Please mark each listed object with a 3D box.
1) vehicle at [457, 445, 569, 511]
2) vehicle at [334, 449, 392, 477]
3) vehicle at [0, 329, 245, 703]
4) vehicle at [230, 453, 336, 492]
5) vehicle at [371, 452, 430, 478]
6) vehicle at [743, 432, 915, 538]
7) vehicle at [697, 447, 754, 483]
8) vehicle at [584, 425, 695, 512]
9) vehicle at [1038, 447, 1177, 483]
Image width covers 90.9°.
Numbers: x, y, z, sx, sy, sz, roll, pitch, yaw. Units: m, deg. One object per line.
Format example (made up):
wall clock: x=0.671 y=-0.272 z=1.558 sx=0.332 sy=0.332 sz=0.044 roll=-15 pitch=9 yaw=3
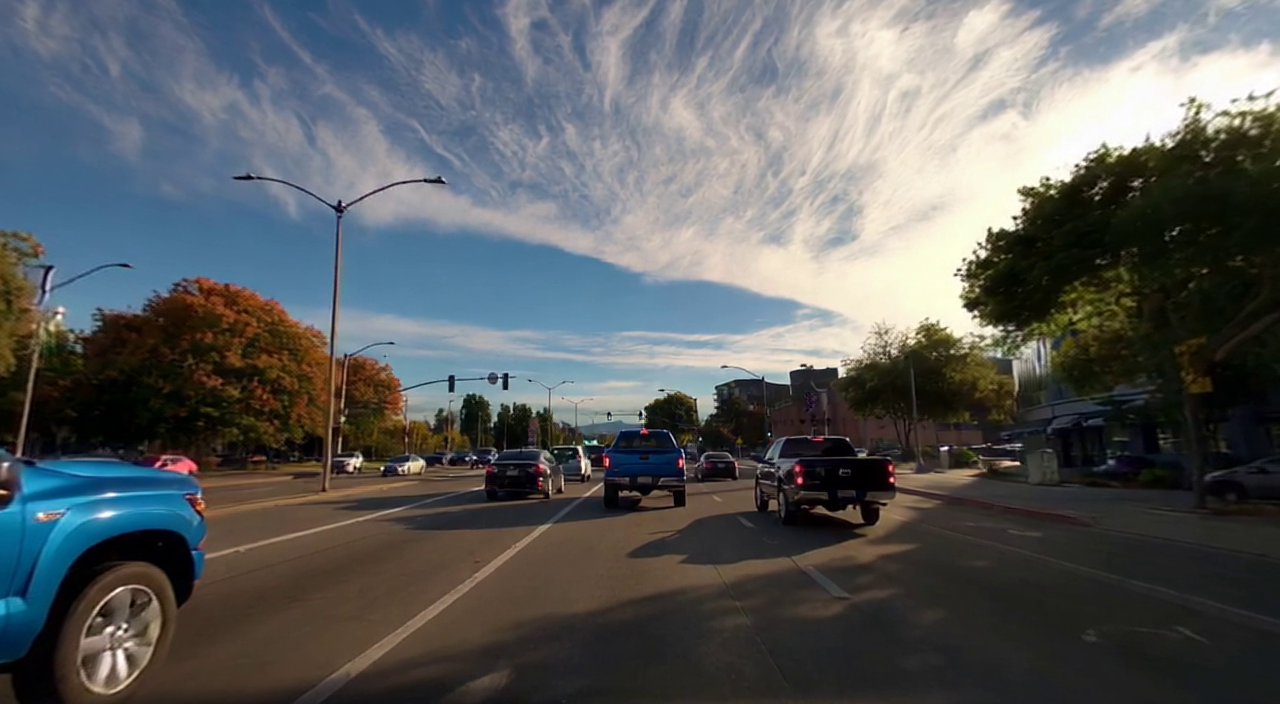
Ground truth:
vehicle: x=-3.152 y=3.203 z=16.638 sx=1.986 sy=1.465 sz=4.509 roll=0 pitch=-8 yaw=1
vehicle: x=-19.139 y=7.666 z=43.784 sx=1.982 sy=1.728 sz=4.696 roll=0 pitch=-8 yaw=-1
vehicle: x=-3.502 y=0.668 z=1.547 sx=1.994 sy=1.759 sz=4.709 roll=0 pitch=-8 yaw=0
vehicle: x=-15.273 y=5.136 z=27.289 sx=1.924 sy=1.450 sz=4.524 roll=0 pitch=-8 yaw=0
vehicle: x=-15.248 y=7.202 z=40.392 sx=1.932 sy=1.449 sz=4.545 roll=0 pitch=-8 yaw=1
vehicle: x=3.296 y=2.387 z=11.964 sx=1.955 sy=1.628 sz=4.152 roll=0 pitch=-8 yaw=0
vehicle: x=3.845 y=5.175 z=29.115 sx=1.968 sy=1.472 sz=4.456 roll=0 pitch=-8 yaw=0
vehicle: x=-0.017 y=2.986 z=16.718 sx=2.493 sy=1.934 sz=4.957 roll=0 pitch=-8 yaw=0
vehicle: x=22.252 y=5.361 z=30.301 sx=2.003 sy=1.515 sz=4.939 roll=3 pitch=-9 yaw=-21
